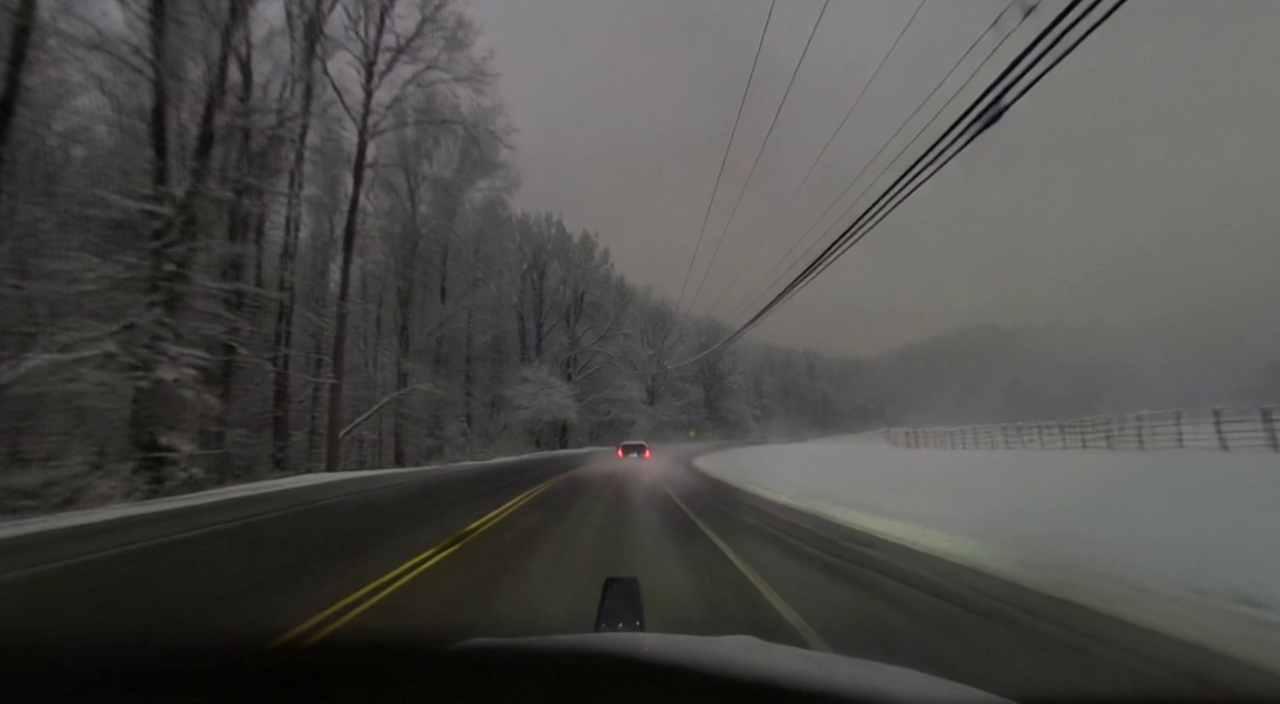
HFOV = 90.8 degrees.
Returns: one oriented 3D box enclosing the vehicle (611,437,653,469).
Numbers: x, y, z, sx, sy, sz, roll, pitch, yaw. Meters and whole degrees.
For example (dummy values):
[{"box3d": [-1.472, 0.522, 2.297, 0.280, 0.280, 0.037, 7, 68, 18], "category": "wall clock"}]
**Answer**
[{"box3d": [-0.347, 5.378, 33.852, 2.059, 1.524, 3.963, 1, -8, 2], "category": "vehicle"}]
